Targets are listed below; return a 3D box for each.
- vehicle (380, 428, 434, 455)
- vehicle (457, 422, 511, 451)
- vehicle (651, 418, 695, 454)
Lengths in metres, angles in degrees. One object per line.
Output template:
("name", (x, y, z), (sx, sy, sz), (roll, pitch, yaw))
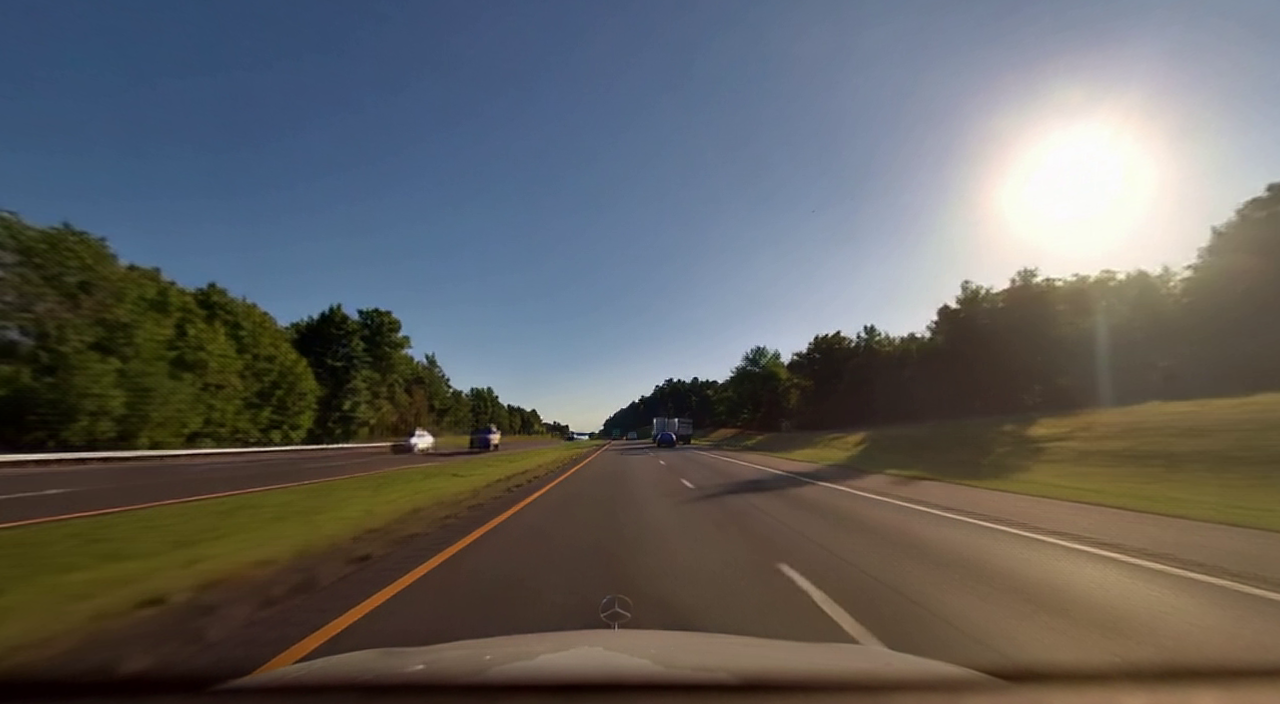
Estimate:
("vehicle", (-13.413, 5.154, 36.505), (1.791, 1.469, 3.578), (0, -8, -1))
("vehicle", (-9.249, 5.085, 37.823), (2.069, 1.641, 4.764), (0, -8, 0))
("vehicle", (2.532, 6.651, 49.857), (2.821, 2.673, 6.205), (0, -8, -3))
